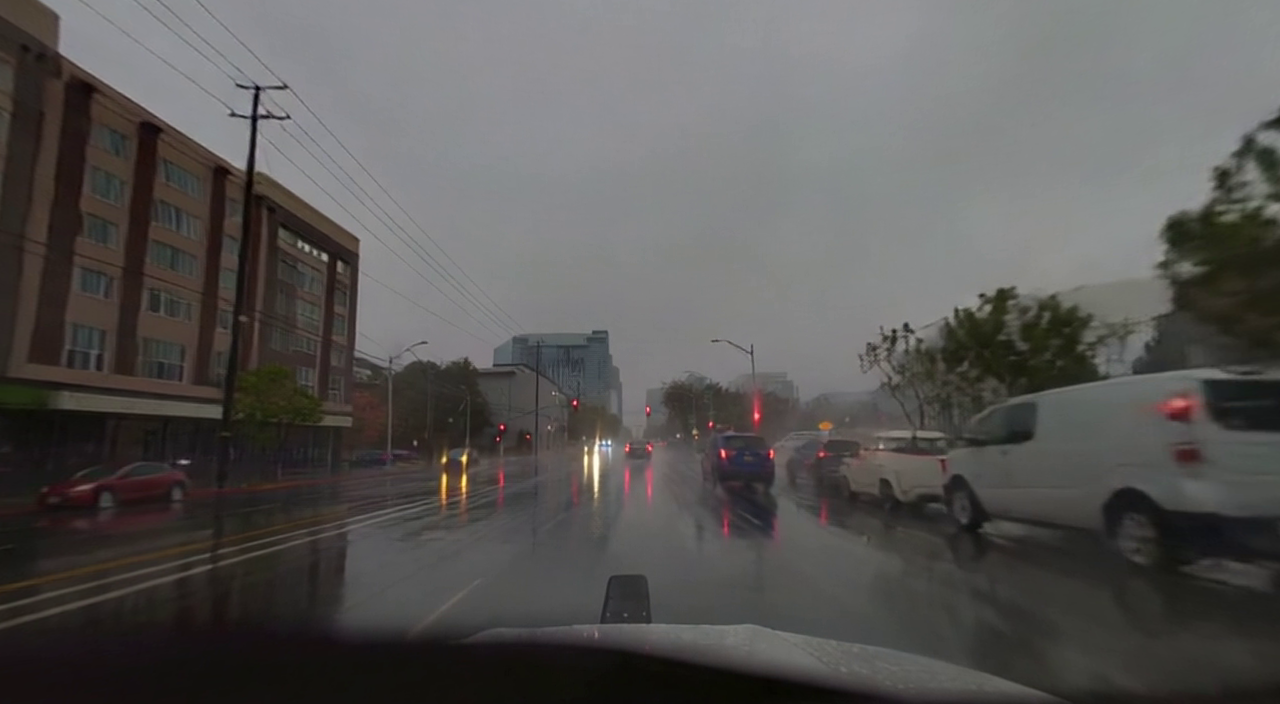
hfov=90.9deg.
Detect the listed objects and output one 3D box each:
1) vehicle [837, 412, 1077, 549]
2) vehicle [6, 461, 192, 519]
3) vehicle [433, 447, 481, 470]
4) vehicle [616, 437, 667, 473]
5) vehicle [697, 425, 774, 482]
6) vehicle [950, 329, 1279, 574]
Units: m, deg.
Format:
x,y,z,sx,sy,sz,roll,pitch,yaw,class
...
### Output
x,y,z,sx,sy,sz,roll,pitch,yaw,class
6.859,2.680,14.880,2.440,2.204,6.276,-7,-5,2,vehicle
-17.432,4.424,20.709,1.924,1.558,4.620,0,-9,1,vehicle
-12.552,7.294,43.449,2.023,1.496,4.529,0,-9,-1,vehicle
0.077,4.920,30.219,2.245,1.587,4.094,0,-8,1,vehicle
3.522,3.860,24.244,2.159,1.938,4.836,0,-9,0,vehicle
6.694,1.254,8.398,2.396,2.218,5.242,-1,-8,0,vehicle
